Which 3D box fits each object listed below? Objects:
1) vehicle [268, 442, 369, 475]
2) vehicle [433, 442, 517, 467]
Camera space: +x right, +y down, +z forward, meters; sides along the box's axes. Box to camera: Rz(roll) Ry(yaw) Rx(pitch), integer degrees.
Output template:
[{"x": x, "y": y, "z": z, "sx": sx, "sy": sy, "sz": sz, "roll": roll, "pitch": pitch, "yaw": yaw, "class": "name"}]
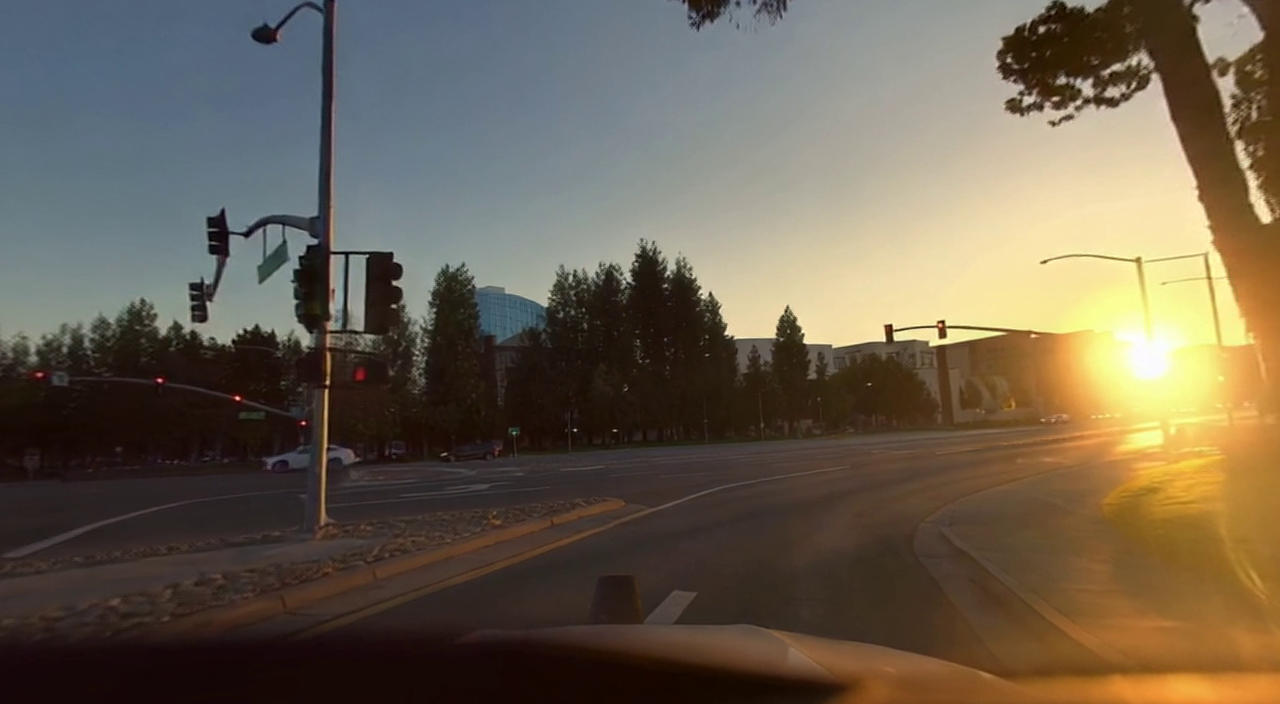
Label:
[{"x": -18.602, "y": 6.152, "z": 36.560, "sx": 4.782, "sy": 1.776, "sz": 2.118, "roll": 7, "pitch": -11, "yaw": -39, "class": "vehicle"}, {"x": -9.919, "y": 6.173, "z": 38.045, "sx": 4.527, "sy": 1.444, "sz": 1.811, "roll": 7, "pitch": -11, "yaw": -40, "class": "vehicle"}]
